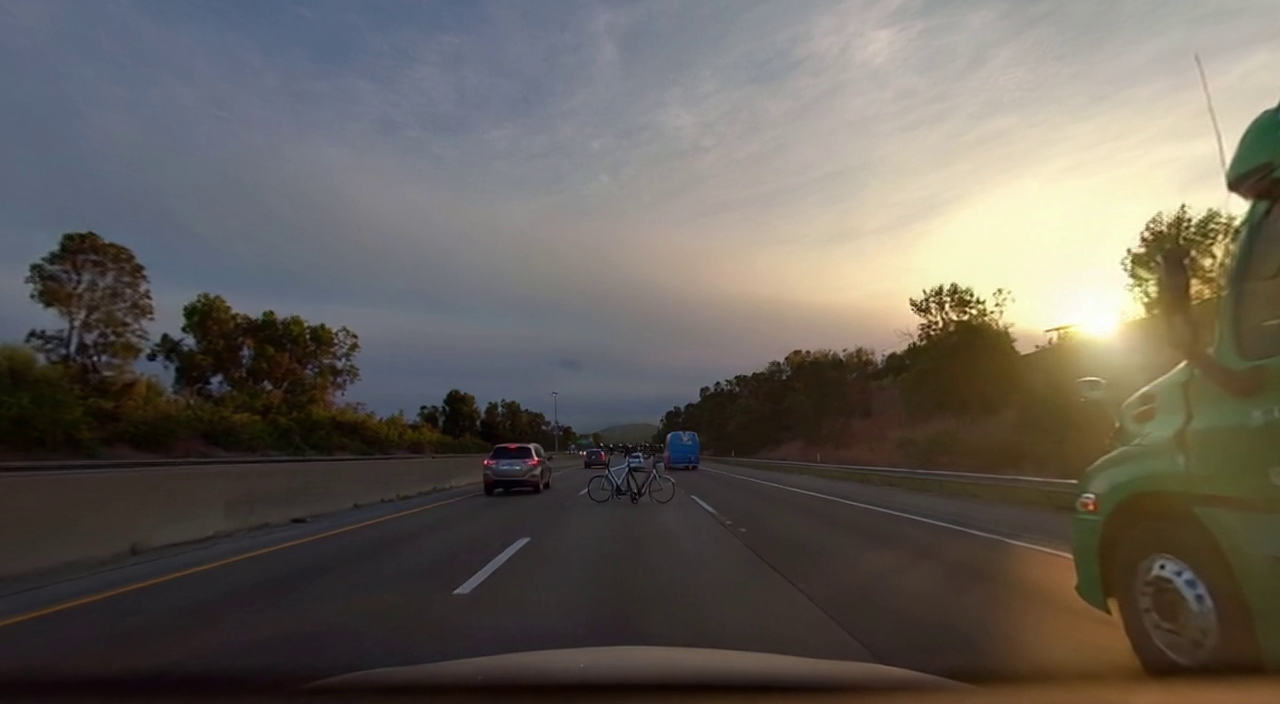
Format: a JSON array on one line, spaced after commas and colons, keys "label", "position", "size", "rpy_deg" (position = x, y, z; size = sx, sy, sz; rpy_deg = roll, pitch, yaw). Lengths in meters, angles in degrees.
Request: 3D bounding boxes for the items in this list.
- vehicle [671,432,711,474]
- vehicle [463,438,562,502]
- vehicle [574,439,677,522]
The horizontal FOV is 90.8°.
[{"label": "vehicle", "position": [3.457, 6.949, 43.623], "size": [2.234, 2.679, 5.372], "rpy_deg": [0, -9, -1]}, {"label": "vehicle", "position": [-3.684, 3.516, 19.168], "size": [1.985, 1.671, 4.604], "rpy_deg": [0, -9, 1]}, {"label": "vehicle", "position": [-0.264, 2.747, 13.914], "size": [1.973, 1.574, 3.426], "rpy_deg": [0, -9, 0]}]
